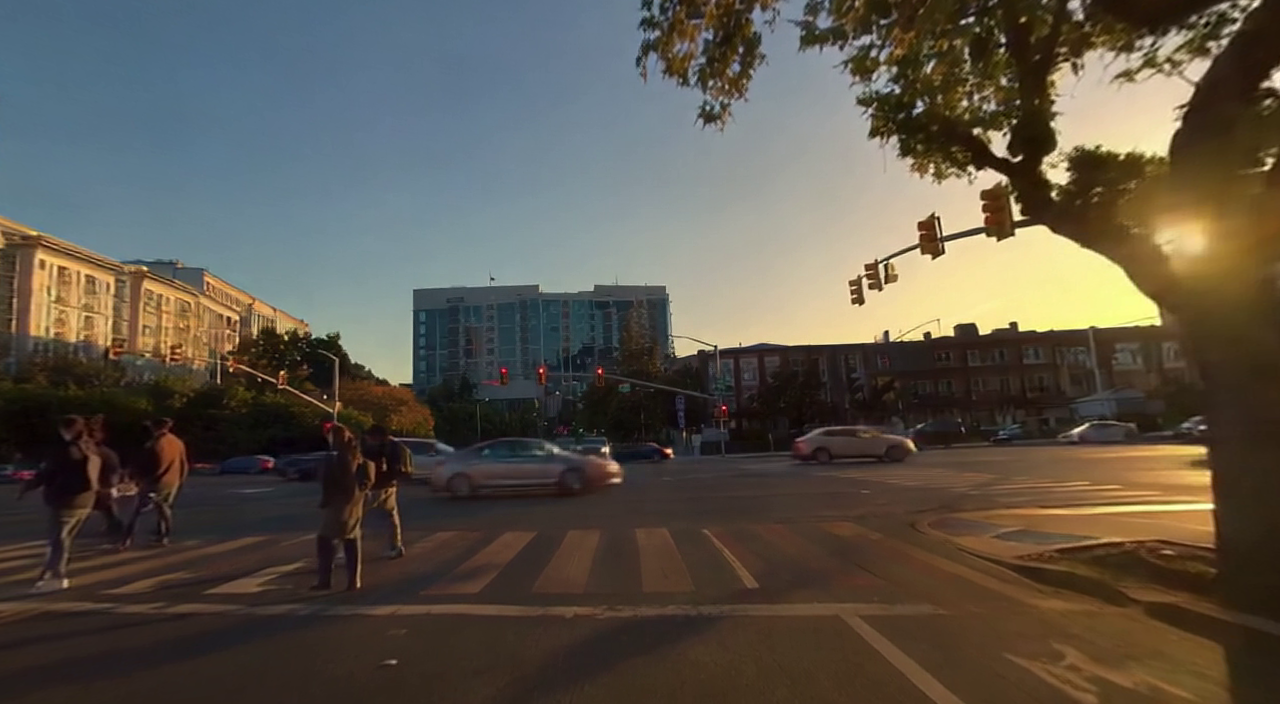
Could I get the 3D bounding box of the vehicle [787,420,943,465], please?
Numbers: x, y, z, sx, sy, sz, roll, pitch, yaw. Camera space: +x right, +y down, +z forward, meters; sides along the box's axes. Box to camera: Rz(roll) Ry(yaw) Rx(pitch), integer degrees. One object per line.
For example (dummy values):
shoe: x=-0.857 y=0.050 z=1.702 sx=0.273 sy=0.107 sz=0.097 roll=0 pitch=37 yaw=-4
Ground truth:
vehicle: x=7.787 y=3.203 z=22.253 sx=4.793 sy=1.473 sz=1.878 roll=-1 pitch=-9 yaw=7

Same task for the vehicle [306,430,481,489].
vehicle: x=-7.741 y=3.411 z=20.164 sx=4.673 sy=1.740 sz=2.150 roll=-1 pitch=-9 yaw=6

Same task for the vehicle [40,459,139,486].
vehicle: x=-33.220 y=7.268 z=38.084 sx=4.459 sy=1.477 sz=1.754 roll=-1 pitch=-9 yaw=5

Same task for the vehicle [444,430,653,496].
vehicle: x=-2.125 y=2.703 z=15.442 sx=4.715 sy=1.472 sz=1.905 roll=-1 pitch=-9 yaw=6

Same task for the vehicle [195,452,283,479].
vehicle: x=-28.314 y=8.026 z=44.622 sx=4.939 sy=1.770 sz=2.001 roll=-1 pitch=-9 yaw=5

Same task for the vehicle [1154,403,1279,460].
vehicle: x=17.474 y=2.214 z=17.526 sx=4.494 sy=1.491 sz=1.906 roll=-1 pitch=-9 yaw=6

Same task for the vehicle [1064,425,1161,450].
vehicle: x=29.027 y=5.292 z=38.809 sx=4.377 sy=1.491 sz=1.734 roll=-1 pitch=-9 yaw=7
